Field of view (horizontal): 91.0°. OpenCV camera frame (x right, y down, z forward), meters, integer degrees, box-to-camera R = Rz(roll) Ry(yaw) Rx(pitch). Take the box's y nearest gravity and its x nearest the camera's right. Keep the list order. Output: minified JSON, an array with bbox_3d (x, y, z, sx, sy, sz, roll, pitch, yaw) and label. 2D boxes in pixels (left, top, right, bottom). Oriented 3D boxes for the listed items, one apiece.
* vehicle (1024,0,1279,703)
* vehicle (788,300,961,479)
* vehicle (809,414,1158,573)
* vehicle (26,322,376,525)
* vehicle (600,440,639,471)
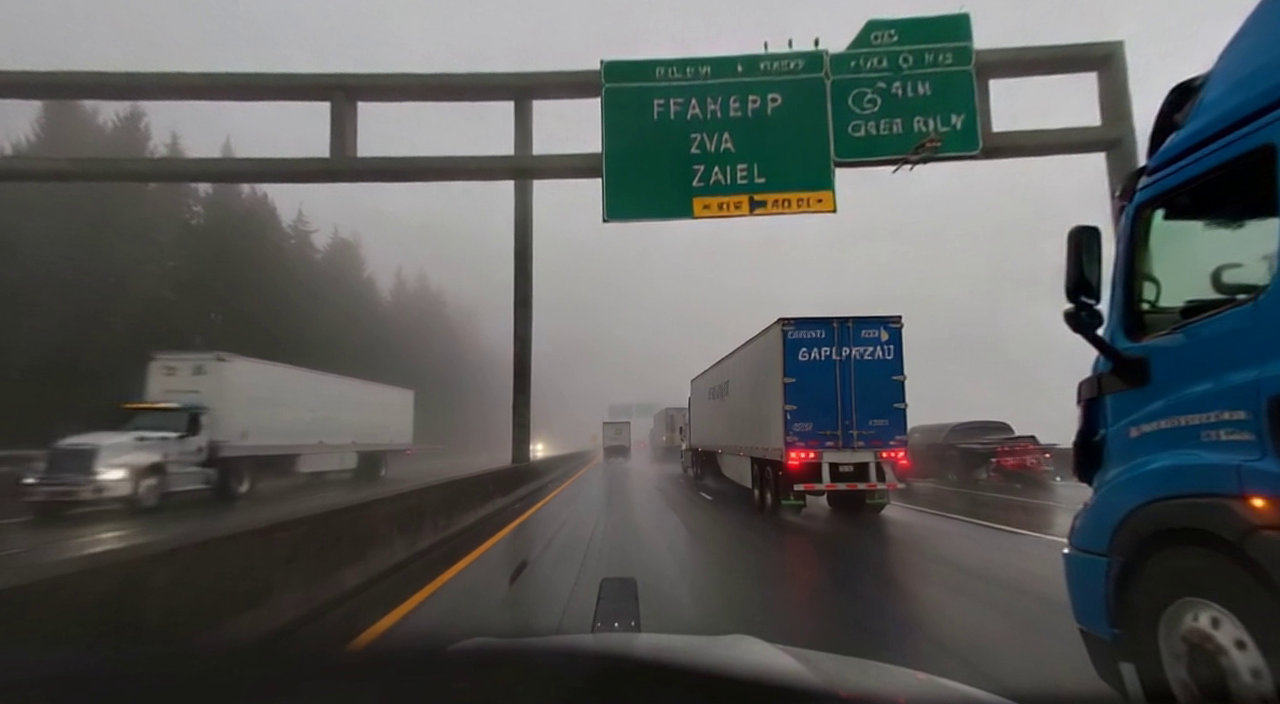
[{"bbox_3d":[4.017,-0.285,0.838,2.951,3.857,5.902,0,-8,-2],"label":"vehicle"},{"bbox_3d":[4.217,0.751,11.743,2.244,3.047,2.035,0,-8,-2],"label":"vehicle"},{"bbox_3d":[4.515,1.654,8.197,4.253,1.543,2.045,4,-9,-32],"label":"vehicle"},{"bbox_3d":[-12.650,2.472,20.702,2.972,4.669,12.286,0,-8,-2],"label":"vehicle"},{"bbox_3d":[-1.051,5.362,32.850,1.943,1.491,3.459,0,-8,-1],"label":"vehicle"}]
